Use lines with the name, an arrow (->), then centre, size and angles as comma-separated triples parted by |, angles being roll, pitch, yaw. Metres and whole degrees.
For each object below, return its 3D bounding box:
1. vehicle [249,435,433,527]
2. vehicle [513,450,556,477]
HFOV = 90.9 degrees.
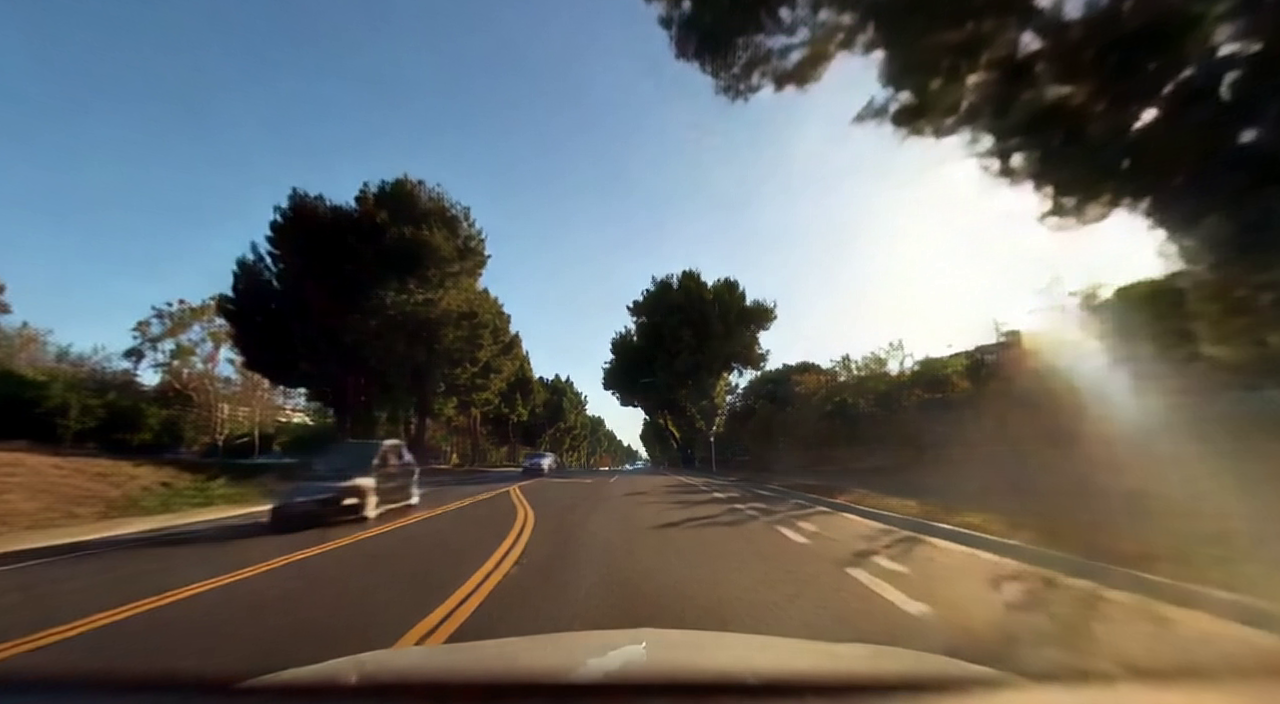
vehicle -> -6.203, 2.691, 13.731 | 1.972, 1.684, 4.144 | 0, -9, -1
vehicle -> -6.730, 7.151, 40.774 | 2.095, 1.603, 3.980 | 0, -9, 0
